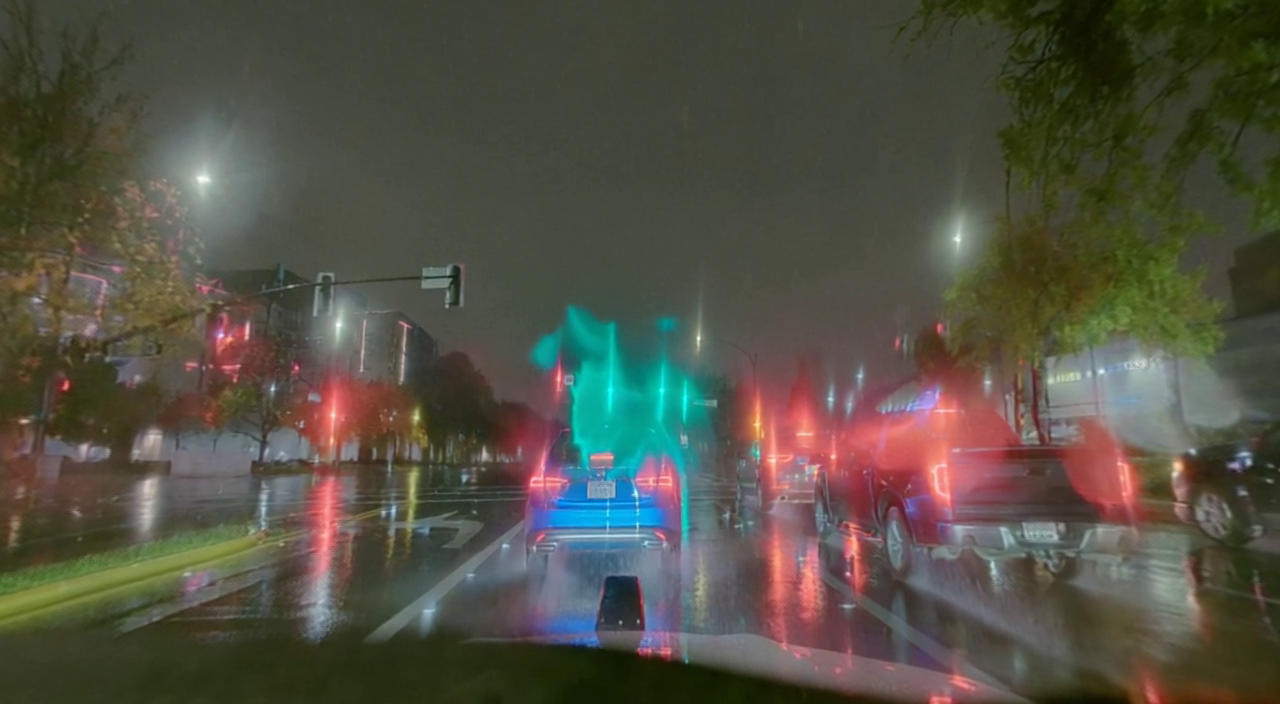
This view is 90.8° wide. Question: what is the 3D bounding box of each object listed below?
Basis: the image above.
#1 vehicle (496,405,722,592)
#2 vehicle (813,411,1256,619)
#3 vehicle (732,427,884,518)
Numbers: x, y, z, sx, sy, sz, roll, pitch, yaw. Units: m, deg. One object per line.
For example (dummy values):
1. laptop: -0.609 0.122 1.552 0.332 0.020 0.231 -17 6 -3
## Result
1. vehicle: -0.274 1.603 7.631 2.037 1.674 3.693 0 -8 0
2. vehicle: 3.614 1.565 7.109 1.955 1.550 4.587 0 -8 -1
3. vehicle: 3.378 2.512 13.689 2.031 1.626 4.264 0 -8 -1
